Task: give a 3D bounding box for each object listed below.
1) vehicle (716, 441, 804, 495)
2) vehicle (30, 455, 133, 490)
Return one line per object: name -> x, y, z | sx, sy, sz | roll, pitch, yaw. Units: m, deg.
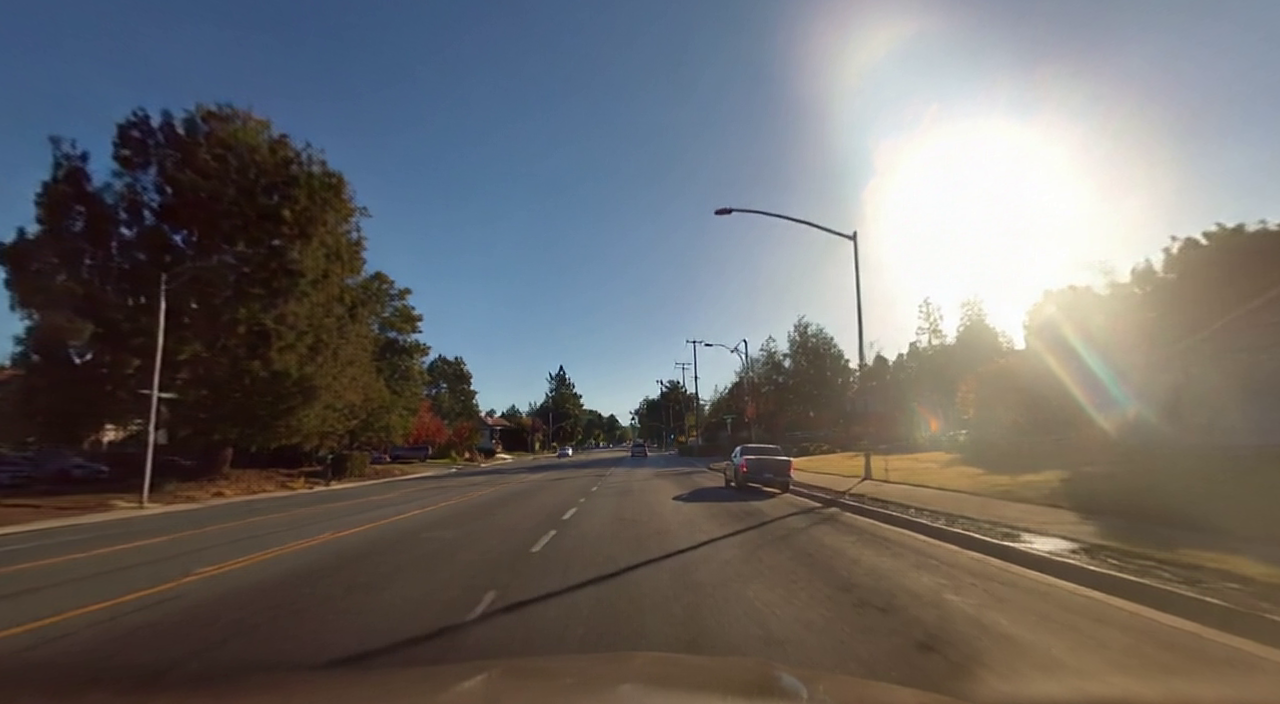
vehicle -> 3.712, 3.649, 20.332 | 1.942, 1.502, 4.244 | 0, -8, -1
vehicle -> -27.671, 5.936, 31.510 | 1.753, 1.424, 4.492 | -2, -8, -11
